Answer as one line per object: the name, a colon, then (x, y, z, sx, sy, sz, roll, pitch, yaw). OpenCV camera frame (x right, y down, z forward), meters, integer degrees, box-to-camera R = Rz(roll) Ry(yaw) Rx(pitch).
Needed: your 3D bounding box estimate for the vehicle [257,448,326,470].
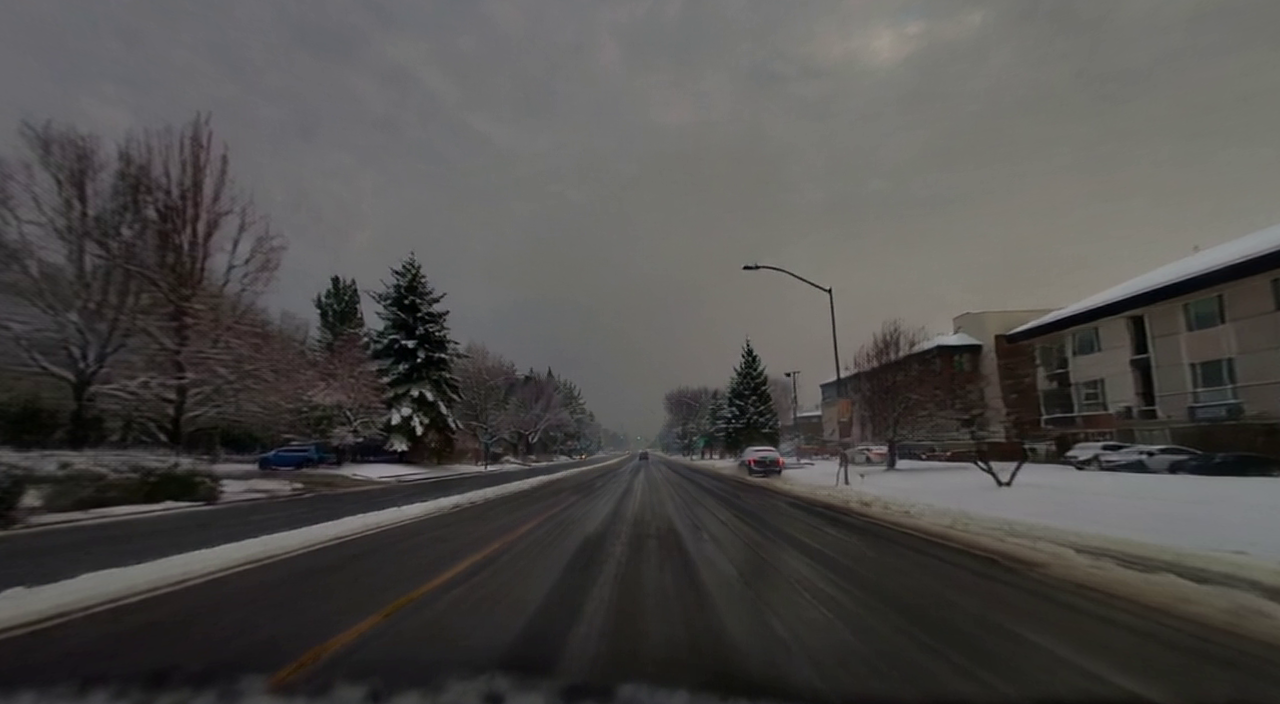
vehicle: (-26.271, 8.051, 47.391, 4.048, 1.601, 1.845, 0, -9, -2)

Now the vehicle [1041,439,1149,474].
vehicle: (32.181, 7.388, 44.538, 5.753, 2.022, 2.104, -3, -8, 3)

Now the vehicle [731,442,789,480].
vehicle: (7.145, 6.559, 38.108, 2.365, 2.138, 5.499, 0, -8, -1)

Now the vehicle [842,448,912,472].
vehicle: (17.488, 7.986, 46.456, 4.421, 1.535, 1.869, -2, -7, 1)

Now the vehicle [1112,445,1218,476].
vehicle: (32.308, 6.689, 38.748, 4.608, 1.638, 2.017, -3, -10, 0)
